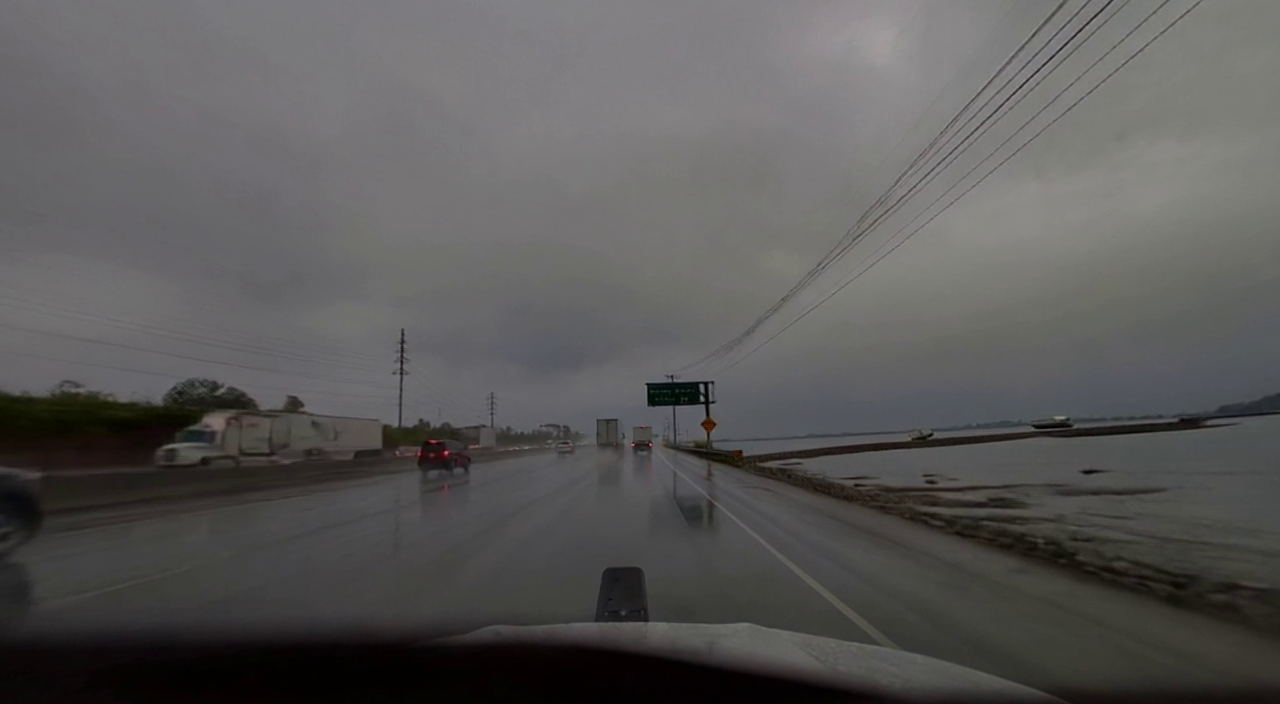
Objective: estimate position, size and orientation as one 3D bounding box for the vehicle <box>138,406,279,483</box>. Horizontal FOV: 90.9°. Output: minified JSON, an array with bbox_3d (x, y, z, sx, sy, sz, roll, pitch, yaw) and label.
[{"bbox_3d":[-24.713,5.377,36.705,3.028,4.023,7.008,0,-8,1],"label":"vehicle"}]

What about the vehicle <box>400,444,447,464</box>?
[{"bbox_3d":[-16.818,7.934,49.275,1.936,1.528,4.637,0,-8,1],"label":"vehicle"}]

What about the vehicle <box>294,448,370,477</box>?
[{"bbox_3d":[-17.073,6.114,35.225,1.913,1.453,4.489,0,-8,1],"label":"vehicle"}]

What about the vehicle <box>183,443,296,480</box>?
[{"bbox_3d":[-20.835,5.697,33.191,2.160,1.758,5.659,0,-8,1],"label":"vehicle"}]
